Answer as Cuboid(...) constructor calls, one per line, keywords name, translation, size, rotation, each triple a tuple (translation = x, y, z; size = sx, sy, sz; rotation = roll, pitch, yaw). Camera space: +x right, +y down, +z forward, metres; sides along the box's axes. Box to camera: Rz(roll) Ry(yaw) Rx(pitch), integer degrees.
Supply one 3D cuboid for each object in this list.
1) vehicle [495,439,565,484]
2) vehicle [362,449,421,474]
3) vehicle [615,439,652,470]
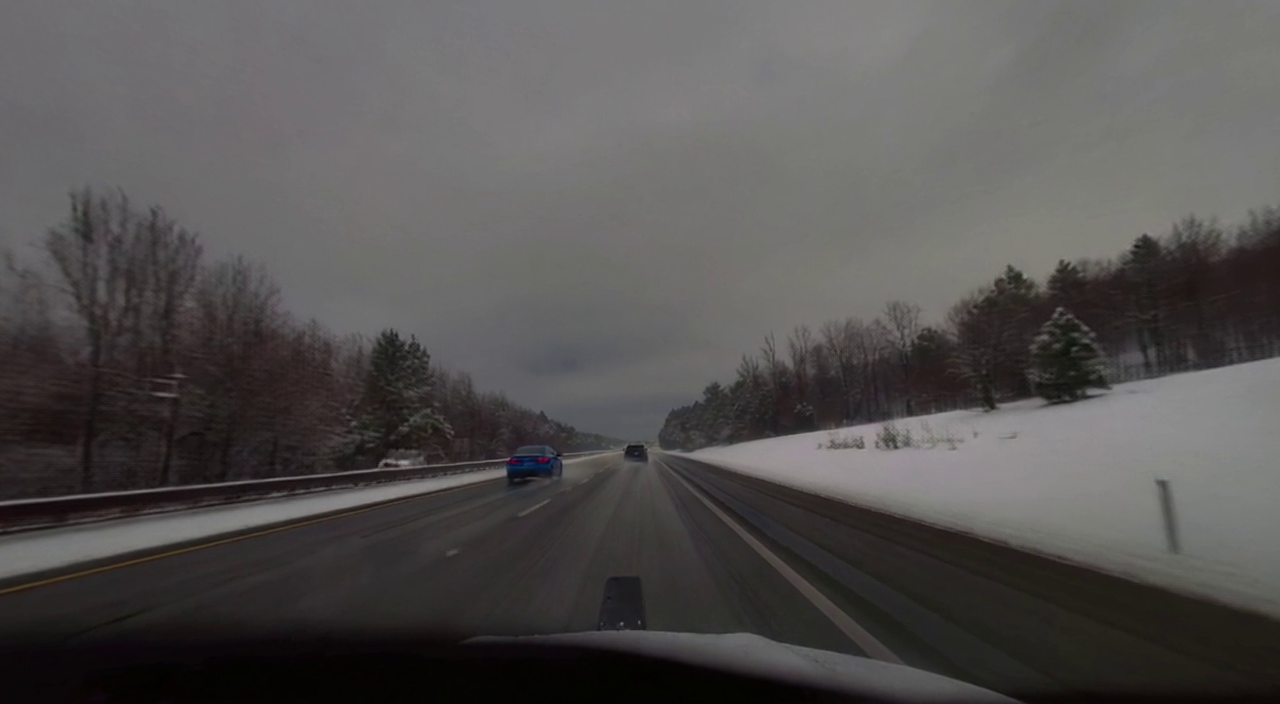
Cuboid(name="vehicle", translation=(-4.450, 4.506, 26.167), size=(2.113, 1.656, 4.215), rotation=(0, -9, 1))
Cuboid(name="vehicle", translation=(-17.362, 7.677, 44.336), size=(2.029, 1.663, 4.989), rotation=(0, -9, 1))
Cuboid(name="vehicle", translation=(-0.379, 6.204, 38.253), size=(2.126, 1.786, 3.958), rotation=(0, -9, 0))
